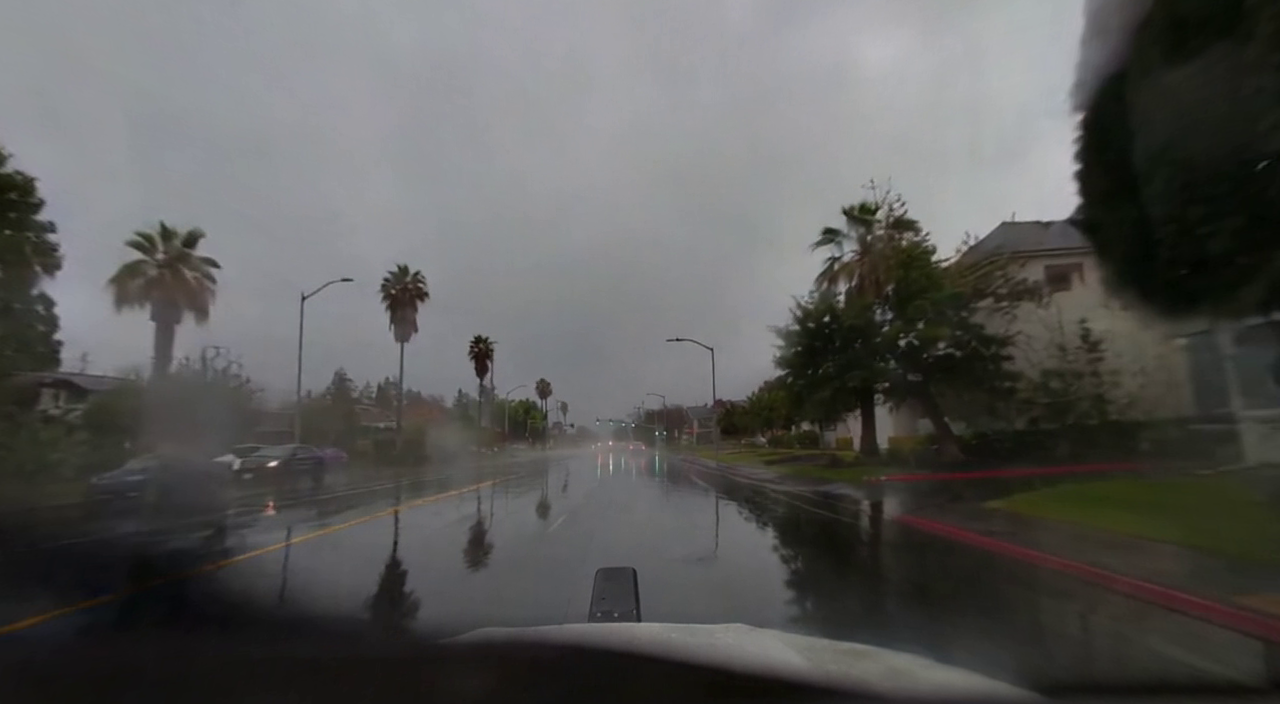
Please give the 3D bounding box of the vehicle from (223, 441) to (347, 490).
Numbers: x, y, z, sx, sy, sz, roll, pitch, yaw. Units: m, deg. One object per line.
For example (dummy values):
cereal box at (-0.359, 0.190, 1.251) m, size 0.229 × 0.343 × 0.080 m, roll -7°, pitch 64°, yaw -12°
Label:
vehicle at (-14.350, 4.601, 26.027) m, size 2.143 × 1.808 × 5.265 m, roll 0°, pitch -9°, yaw -1°

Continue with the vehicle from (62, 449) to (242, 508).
vehicle at (-14.229, 3.678, 18.853) m, size 1.883 × 1.496 × 4.445 m, roll 0°, pitch -9°, yaw -1°
